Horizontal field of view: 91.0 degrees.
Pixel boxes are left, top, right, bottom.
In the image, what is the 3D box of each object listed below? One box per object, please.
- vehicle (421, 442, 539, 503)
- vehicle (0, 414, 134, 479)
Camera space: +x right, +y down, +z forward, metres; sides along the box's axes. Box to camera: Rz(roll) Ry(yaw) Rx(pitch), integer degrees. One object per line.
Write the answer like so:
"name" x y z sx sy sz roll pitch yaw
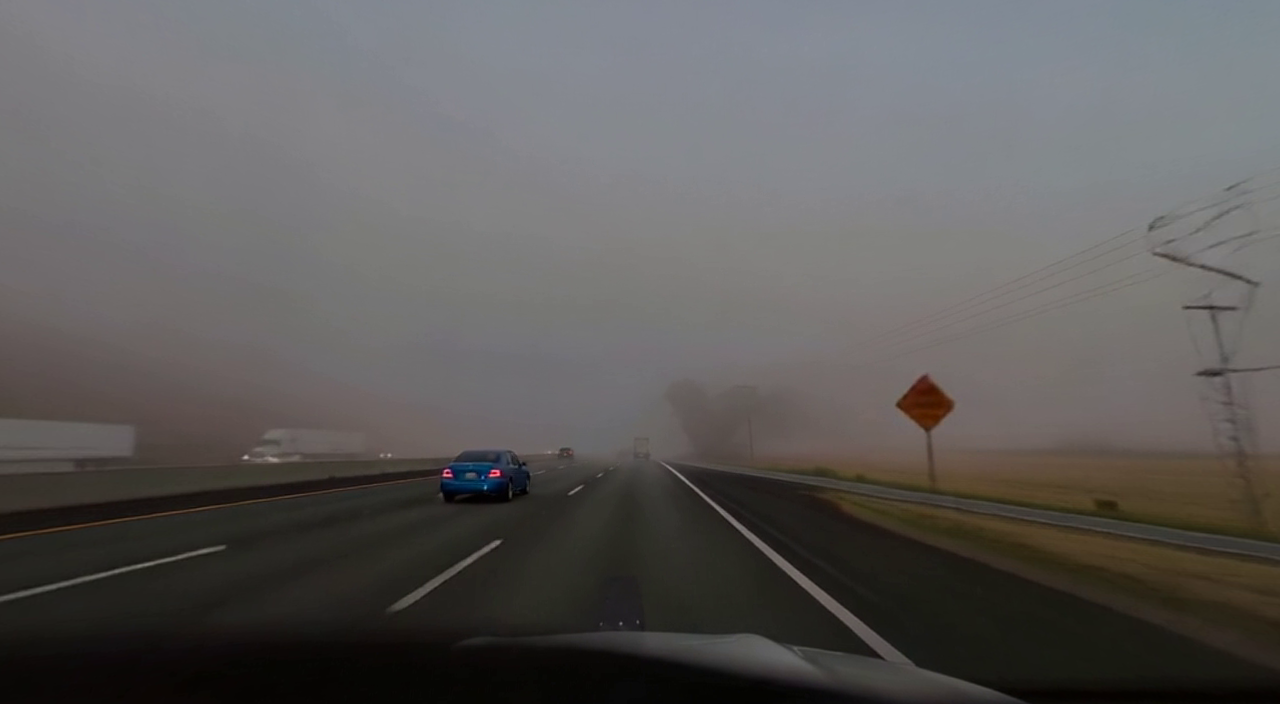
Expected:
"vehicle" -4.350 3.346 17.959 2.104 1.501 4.459 0 -9 1
"vehicle" -43.802 6.593 43.918 2.940 4.217 16.735 0 -9 1
